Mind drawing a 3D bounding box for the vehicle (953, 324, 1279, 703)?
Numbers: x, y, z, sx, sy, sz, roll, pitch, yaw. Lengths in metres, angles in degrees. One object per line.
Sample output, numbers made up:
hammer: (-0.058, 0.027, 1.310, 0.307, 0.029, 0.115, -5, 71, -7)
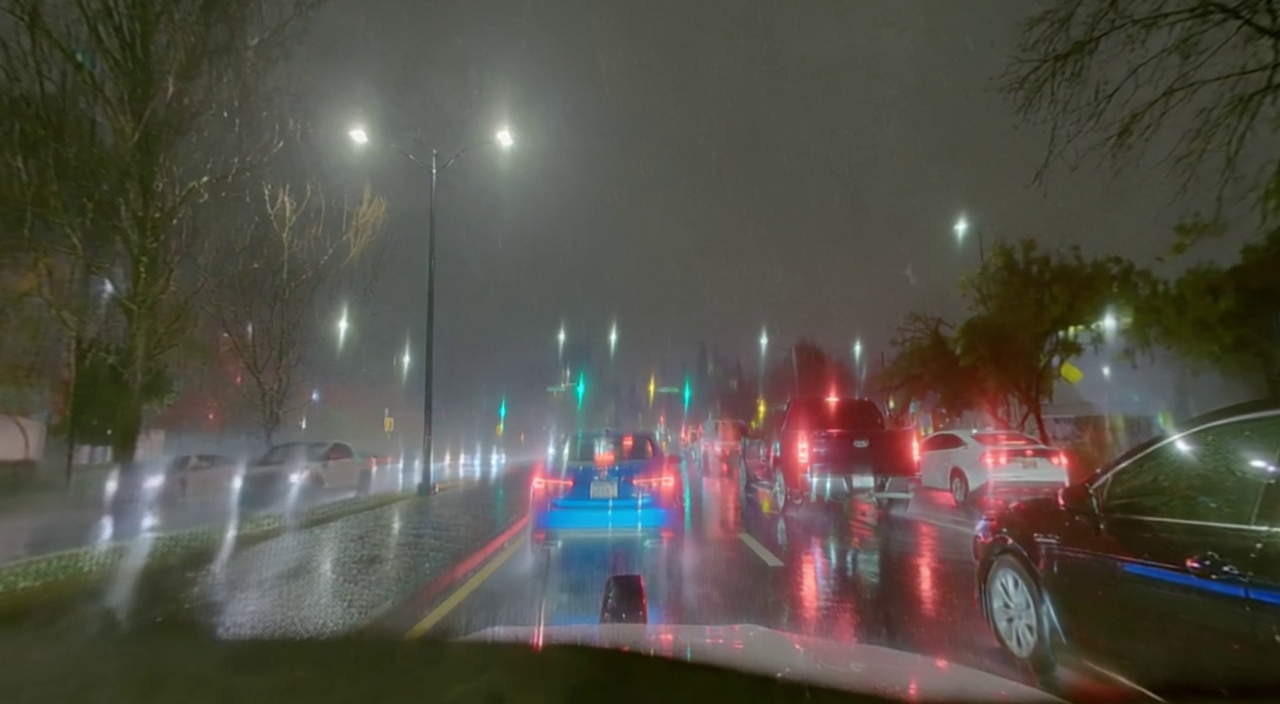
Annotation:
vehicle: (3.160, 0.763, 2.079, 1.982, 1.709, 4.427, 0, -9, 1)

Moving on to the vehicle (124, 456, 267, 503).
vehicle: (-16.460, 4.689, 23.587, 1.921, 1.499, 4.566, 0, -9, 2)

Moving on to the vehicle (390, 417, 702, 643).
vehicle: (-0.581, 1.504, 6.331, 2.111, 1.506, 4.018, 0, -9, 2)

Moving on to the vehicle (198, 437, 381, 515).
vehicle: (-8.816, 3.116, 16.409, 1.986, 1.712, 4.686, 0, -9, 1)

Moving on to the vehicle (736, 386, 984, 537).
vehicle: (3.517, 1.959, 11.710, 2.444, 2.098, 5.766, 0, -9, -1)
